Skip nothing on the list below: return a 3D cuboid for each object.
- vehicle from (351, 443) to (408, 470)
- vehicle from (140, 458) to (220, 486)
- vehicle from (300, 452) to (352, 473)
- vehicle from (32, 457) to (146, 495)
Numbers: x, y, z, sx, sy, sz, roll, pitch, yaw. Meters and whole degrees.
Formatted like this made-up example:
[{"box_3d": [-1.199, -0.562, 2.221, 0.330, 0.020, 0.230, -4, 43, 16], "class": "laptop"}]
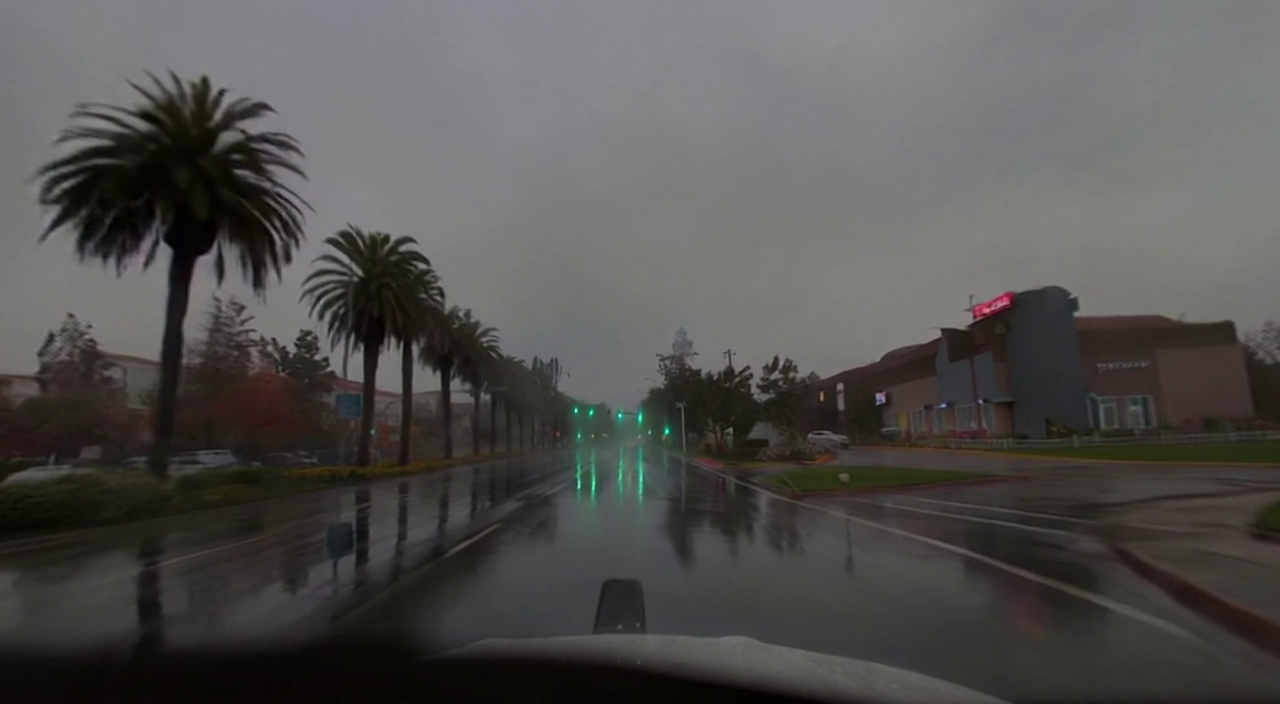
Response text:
[{"box_3d": [-17.550, 7.049, 42.744, 2.019, 1.694, 4.401, 0, -8, -1], "class": "vehicle"}, {"box_3d": [-27.632, 7.187, 38.093, 1.771, 1.494, 4.088, -1, -8, -1], "class": "vehicle"}, {"box_3d": [-24.563, 8.622, 49.576, 1.837, 1.492, 4.629, 0, -8, -2], "class": "vehicle"}, {"box_3d": [-27.406, 6.145, 31.663, 1.938, 1.667, 4.364, 0, -8, -4], "class": "vehicle"}]
